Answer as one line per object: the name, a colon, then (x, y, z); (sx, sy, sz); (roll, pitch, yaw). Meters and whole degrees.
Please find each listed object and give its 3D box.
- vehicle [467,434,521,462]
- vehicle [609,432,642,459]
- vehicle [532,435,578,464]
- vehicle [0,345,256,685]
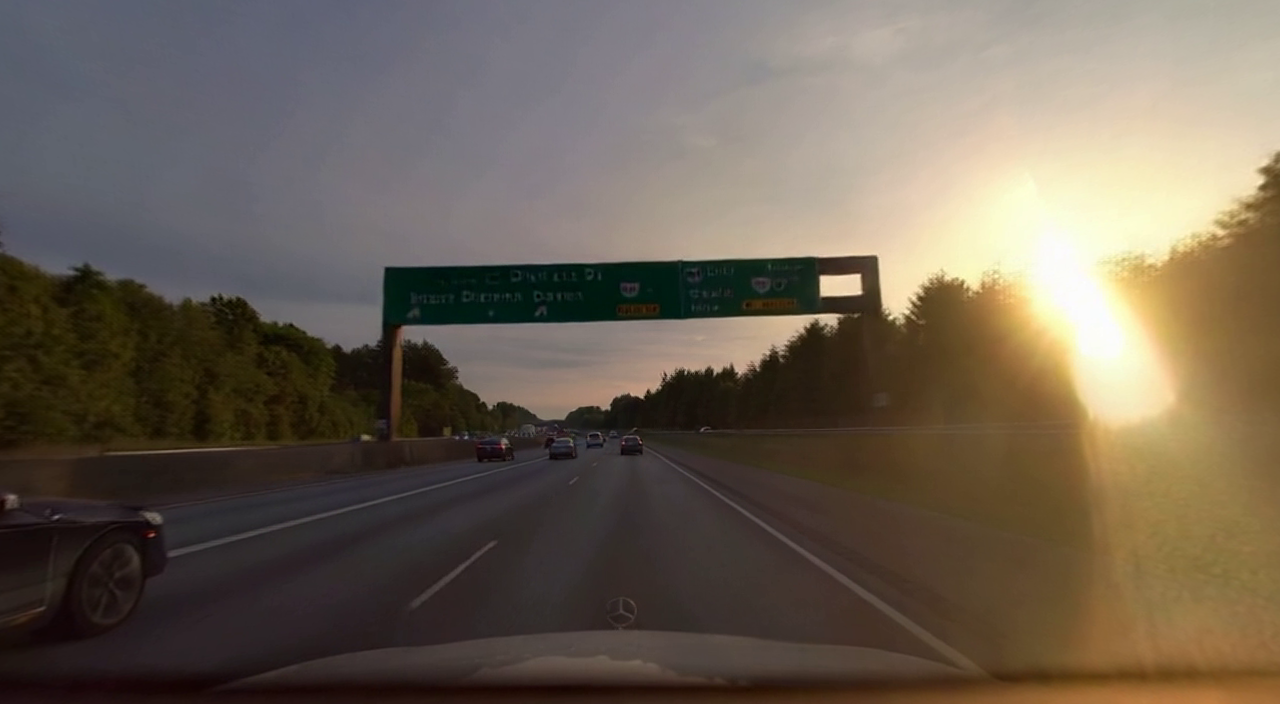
vehicle: (-8.379, 5.533, 36.513); (1.953, 1.524, 4.863); (0, -8, 0)
vehicle: (-0.915, 5.916, 39.992); (2.002, 1.611, 3.778); (0, -8, -1)
vehicle: (-4.461, 5.168, 33.672); (1.909, 1.445, 4.087); (0, -8, 0)
vehicle: (-4.447, 0.891, 3.446); (1.971, 1.822, 4.366); (0, -8, -1)
